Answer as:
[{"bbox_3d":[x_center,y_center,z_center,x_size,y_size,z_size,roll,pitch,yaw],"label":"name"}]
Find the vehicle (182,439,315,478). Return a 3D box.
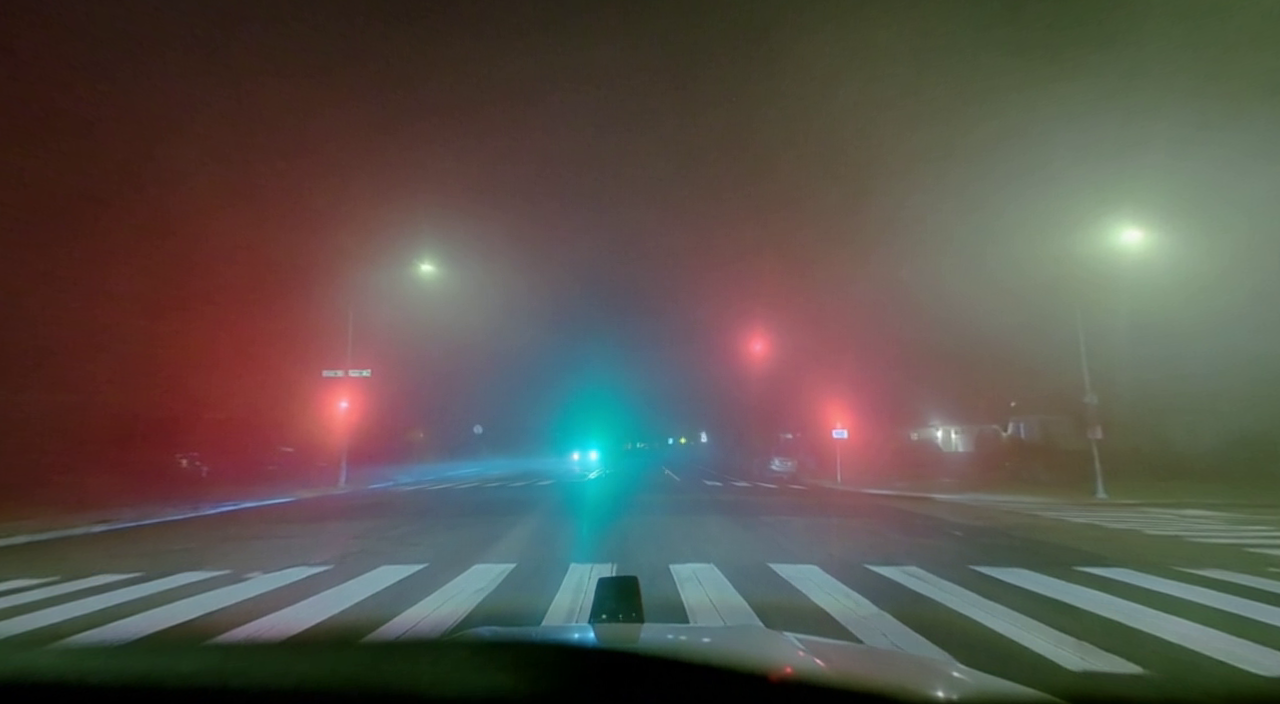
[{"bbox_3d":[-17.940,4.902,29.141,4.743,1.734,1.994,0,-9,-1],"label":"vehicle"}]

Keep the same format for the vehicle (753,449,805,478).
[{"bbox_3d":[8.004,6.449,36.862,2.029,1.554,4.705,0,-9,1],"label":"vehicle"}]

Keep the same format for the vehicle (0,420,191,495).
[{"bbox_3d":[-17.916,3.407,20.509,4.800,2.259,2.303,0,-9,0],"label":"vehicle"}]

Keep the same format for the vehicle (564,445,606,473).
[{"bbox_3d":[-3.080,6.063,36.003,2.014,1.499,3.999,0,-9,0],"label":"vehicle"}]
